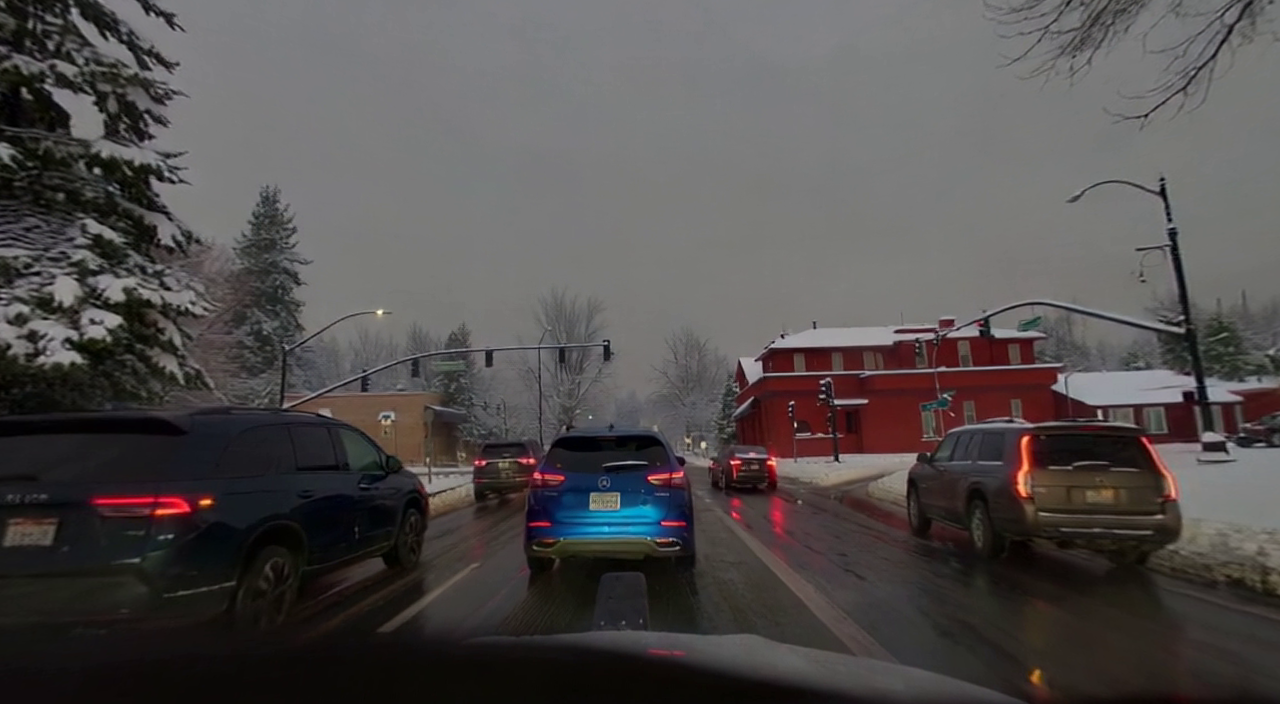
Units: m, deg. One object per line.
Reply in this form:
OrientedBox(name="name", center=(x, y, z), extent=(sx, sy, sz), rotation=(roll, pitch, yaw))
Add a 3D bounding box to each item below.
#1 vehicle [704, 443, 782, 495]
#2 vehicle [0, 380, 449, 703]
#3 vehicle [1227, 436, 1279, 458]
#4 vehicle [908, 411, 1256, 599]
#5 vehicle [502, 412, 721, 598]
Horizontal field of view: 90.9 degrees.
OrientedBox(name="vehicle", center=(3.373, 3.891, 21.345), extent=(1.847, 1.554, 3.885), rotation=(0, -9, -2))
OrientedBox(name="vehicle", center=(-3.466, 1.353, 5.604), extent=(2.047, 1.741, 4.470), rotation=(0, -9, 1))
OrientedBox(name="vehicle", center=(44.082, 6.543, 43.421), extent=(4.835, 1.518, 1.910), rotation=(-4, -9, 24))
OrientedBox(name="vehicle", center=(5.173, 1.795, 8.366), extent=(2.014, 1.740, 4.515), rotation=(-2, -9, 11))
OrientedBox(name="vehicle", center=(-0.198, 1.728, 7.960), extent=(2.022, 1.700, 4.084), rotation=(0, -9, 2))
